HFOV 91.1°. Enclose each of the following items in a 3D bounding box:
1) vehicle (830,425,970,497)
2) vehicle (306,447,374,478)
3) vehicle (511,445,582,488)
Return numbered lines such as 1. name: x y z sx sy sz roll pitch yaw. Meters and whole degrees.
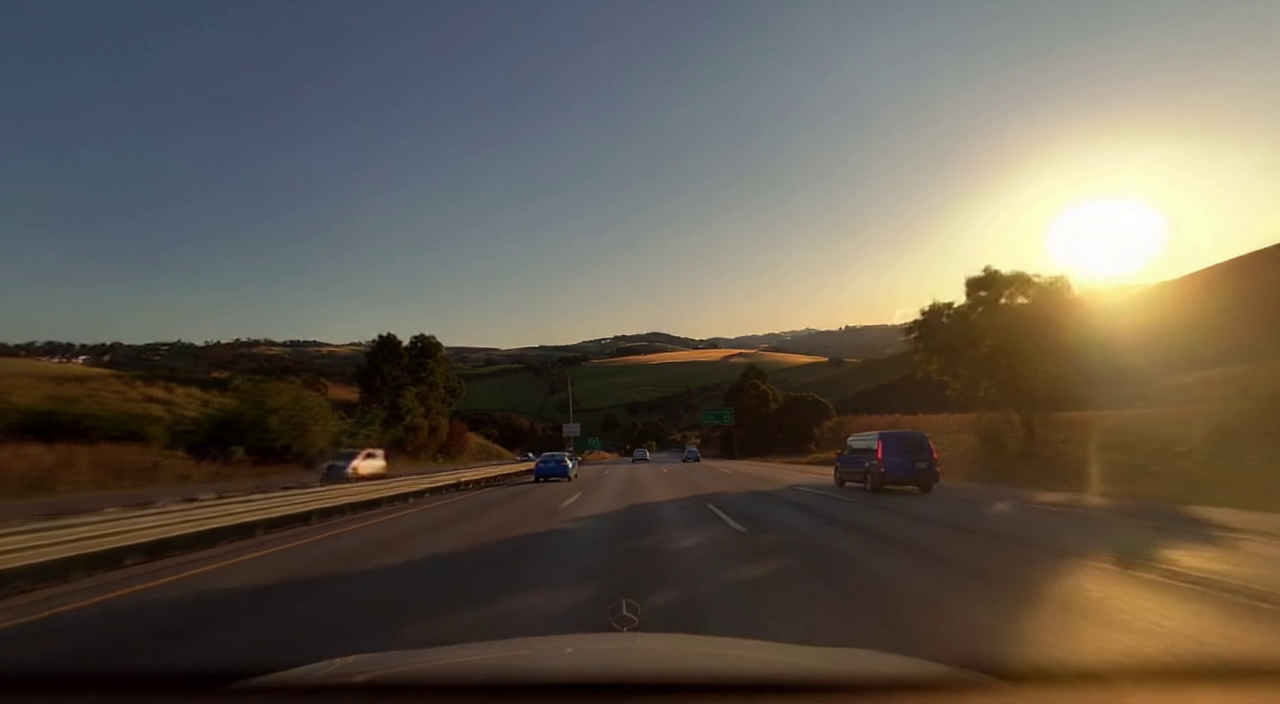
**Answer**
1. vehicle: 7.884 3.357 19.737 2.133 1.933 4.986 0 -9 -1
2. vehicle: -15.132 5.629 31.928 1.719 1.389 3.700 -2 -10 -1
3. vehicle: -3.615 4.542 25.304 2.160 1.530 4.500 0 -9 0
